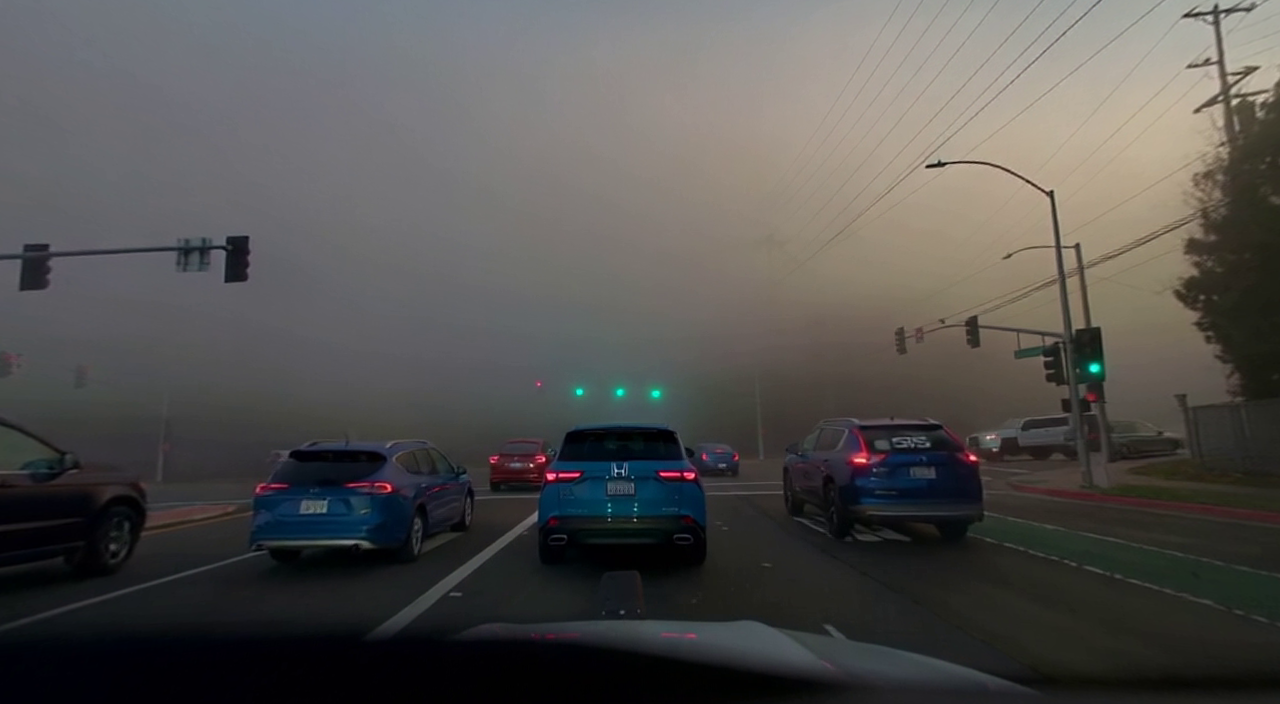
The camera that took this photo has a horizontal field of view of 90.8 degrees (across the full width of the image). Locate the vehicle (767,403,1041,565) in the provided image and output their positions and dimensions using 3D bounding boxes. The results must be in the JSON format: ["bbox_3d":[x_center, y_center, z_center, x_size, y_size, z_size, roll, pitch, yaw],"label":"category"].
[{"bbox_3d":[3.425,1.816,9.415,1.999,1.789,4.583,0,-9,-1],"label":"vehicle"}]

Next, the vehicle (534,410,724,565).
[{"bbox_3d":[-0.108,1.822,9.156,2.111,1.712,4.078,0,-9,1],"label":"vehicle"}]

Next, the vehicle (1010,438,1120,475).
[{"bbox_3d":[18.352,4.486,27.255,4.218,1.458,1.905,4,-9,-25],"label":"vehicle"}]

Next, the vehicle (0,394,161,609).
[{"bbox_3d":[-6.497,1.177,4.754,2.116,1.812,4.609,0,-9,0],"label":"vehicle"}]

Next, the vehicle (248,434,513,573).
[{"bbox_3d":[-3.221,1.959,9.033,1.881,1.466,4.484,0,-9,0],"label":"vehicle"}]
